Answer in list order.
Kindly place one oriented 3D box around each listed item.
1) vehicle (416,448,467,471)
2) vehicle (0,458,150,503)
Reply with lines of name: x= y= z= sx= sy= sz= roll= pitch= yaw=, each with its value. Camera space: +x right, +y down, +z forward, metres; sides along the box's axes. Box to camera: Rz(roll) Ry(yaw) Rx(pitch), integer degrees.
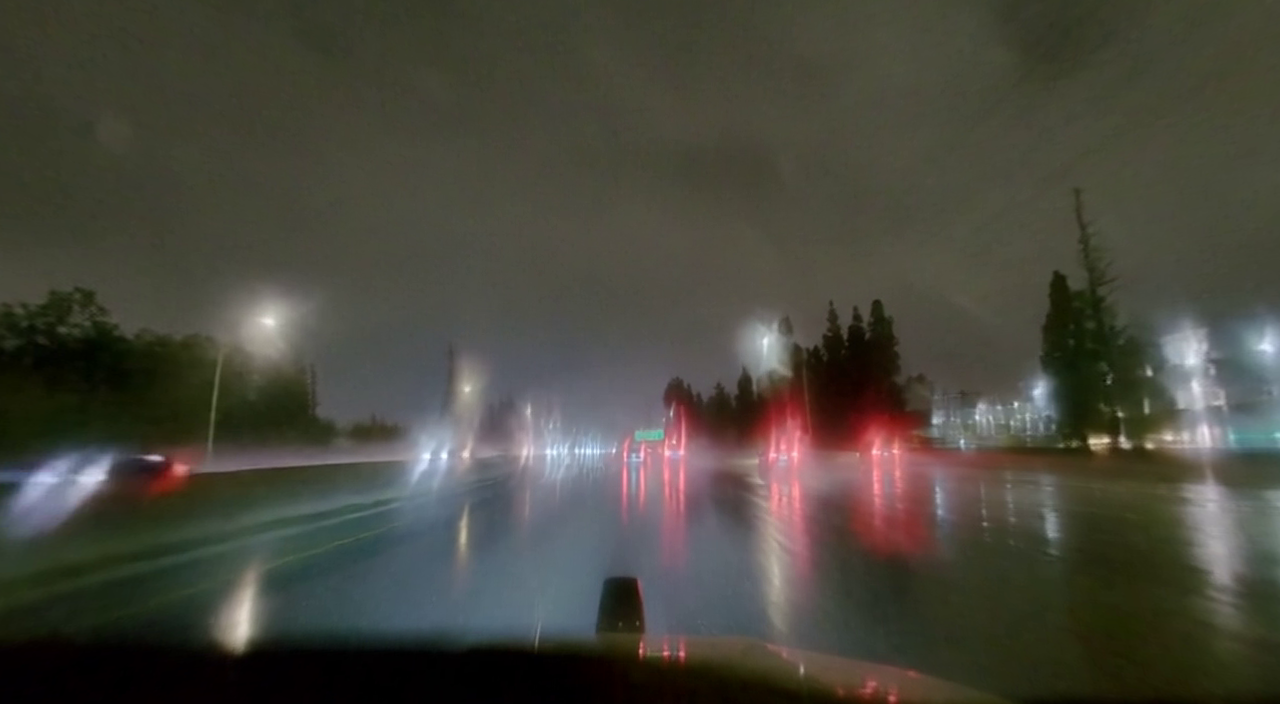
vehicle: x=-14.203 y=7.706 z=45.547 sx=1.990 sy=1.479 sz=5.124 roll=0 pitch=-8 yaw=1
vehicle: x=-20.980 y=4.720 z=23.578 sx=1.857 sy=1.432 sz=4.397 roll=0 pitch=-9 yaw=0
